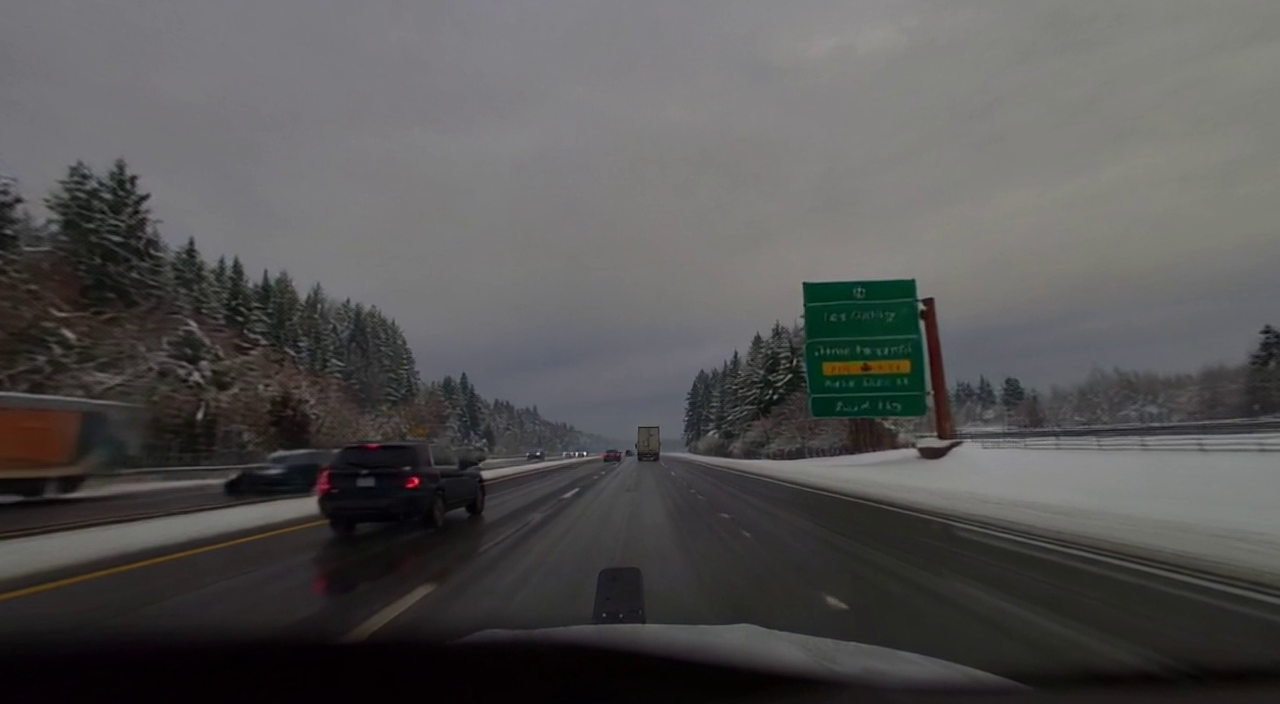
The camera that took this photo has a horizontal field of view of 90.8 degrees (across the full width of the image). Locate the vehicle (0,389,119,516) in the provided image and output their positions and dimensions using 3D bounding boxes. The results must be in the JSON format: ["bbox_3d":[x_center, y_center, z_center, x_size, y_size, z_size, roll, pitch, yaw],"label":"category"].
[{"bbox_3d":[-16.275,2.252,14.135,2.595,2.932,7.581,0,-9,1],"label":"vehicle"}]

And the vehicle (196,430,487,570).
[{"bbox_3d":[-3.870,2.006,9.334,2.027,1.519,4.578,0,-9,0],"label":"vehicle"}]
